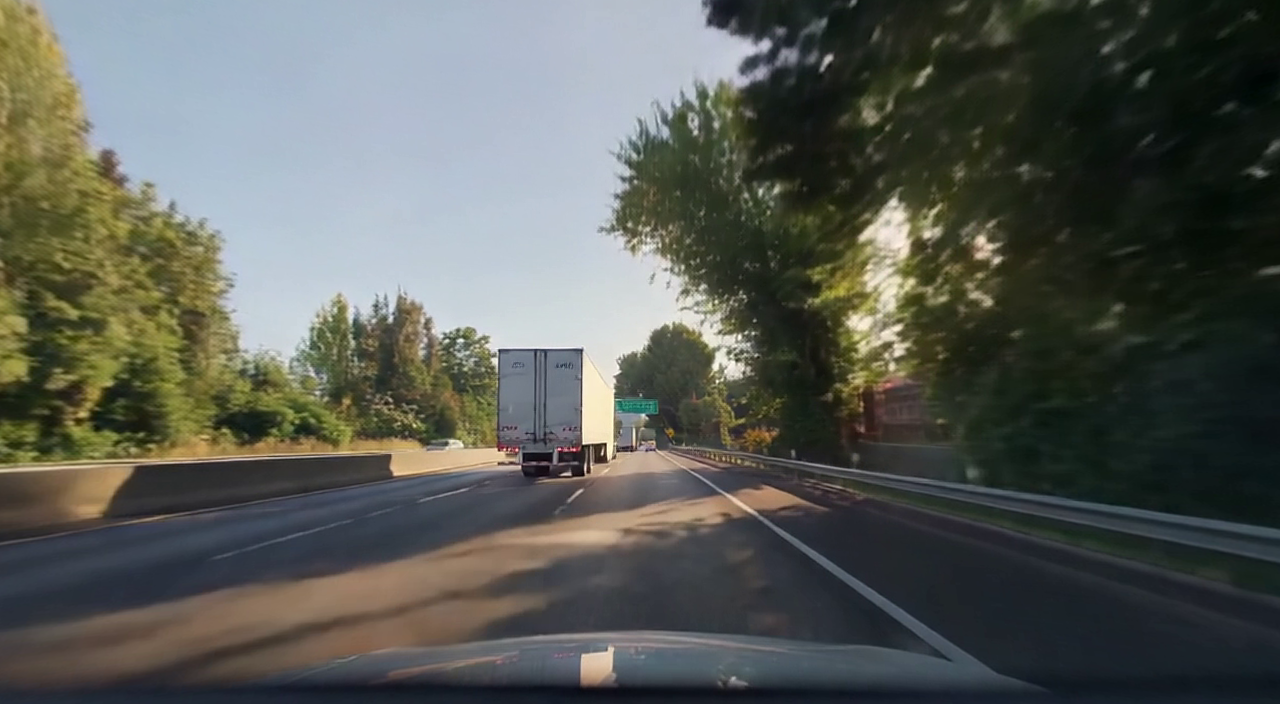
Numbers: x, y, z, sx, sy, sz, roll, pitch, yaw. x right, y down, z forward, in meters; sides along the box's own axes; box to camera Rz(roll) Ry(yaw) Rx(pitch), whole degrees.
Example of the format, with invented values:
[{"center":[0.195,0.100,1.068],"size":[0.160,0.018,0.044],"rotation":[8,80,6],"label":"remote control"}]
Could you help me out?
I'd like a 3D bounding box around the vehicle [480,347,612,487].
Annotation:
[{"center":[-3.022,2.868,25.369],"size":[2.947,4.051,14.256],"rotation":[0,-8,1],"label":"vehicle"}]
